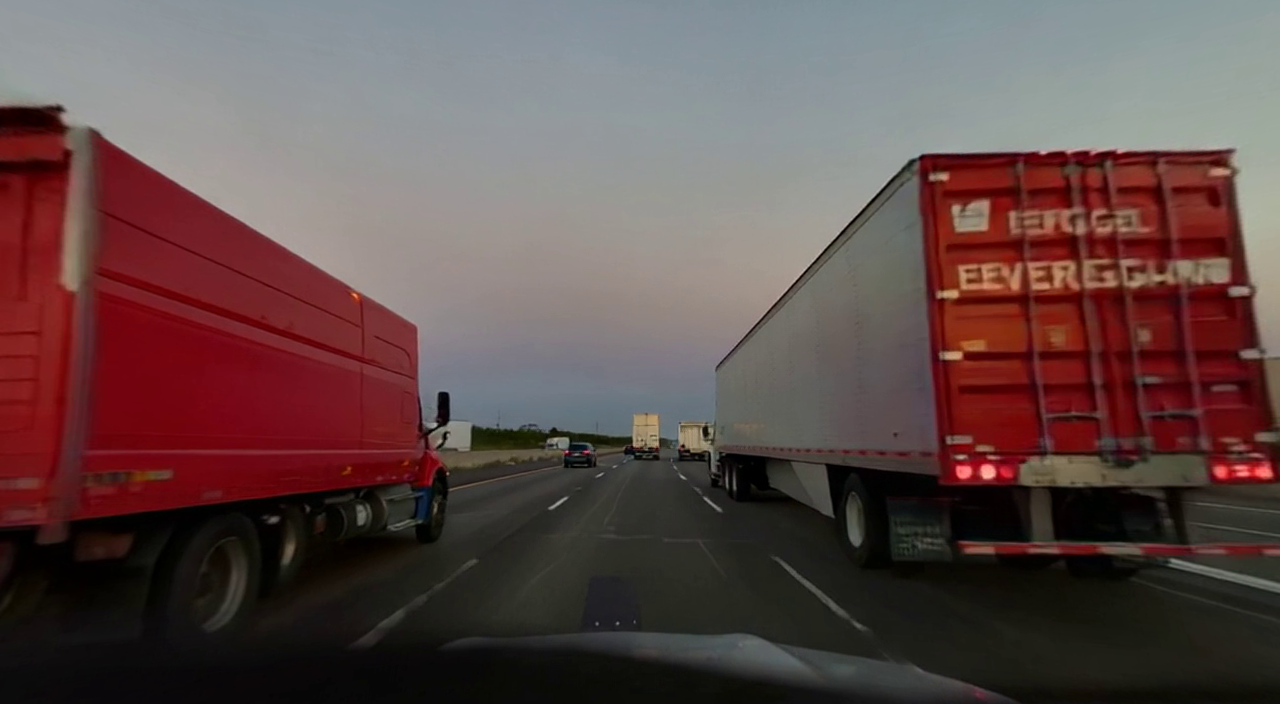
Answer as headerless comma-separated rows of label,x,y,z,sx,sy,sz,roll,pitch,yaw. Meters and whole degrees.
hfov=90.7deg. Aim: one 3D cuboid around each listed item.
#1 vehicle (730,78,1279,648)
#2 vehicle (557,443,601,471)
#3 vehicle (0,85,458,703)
vehicle,4.018,0.930,10.992,2.951,3.974,13.340,-1,-9,0
vehicle,-3.417,5.940,36.124,2.024,1.472,4.014,-1,-9,2
vehicle,-3.881,0.791,5.734,2.557,2.855,6.674,0,-9,-1
